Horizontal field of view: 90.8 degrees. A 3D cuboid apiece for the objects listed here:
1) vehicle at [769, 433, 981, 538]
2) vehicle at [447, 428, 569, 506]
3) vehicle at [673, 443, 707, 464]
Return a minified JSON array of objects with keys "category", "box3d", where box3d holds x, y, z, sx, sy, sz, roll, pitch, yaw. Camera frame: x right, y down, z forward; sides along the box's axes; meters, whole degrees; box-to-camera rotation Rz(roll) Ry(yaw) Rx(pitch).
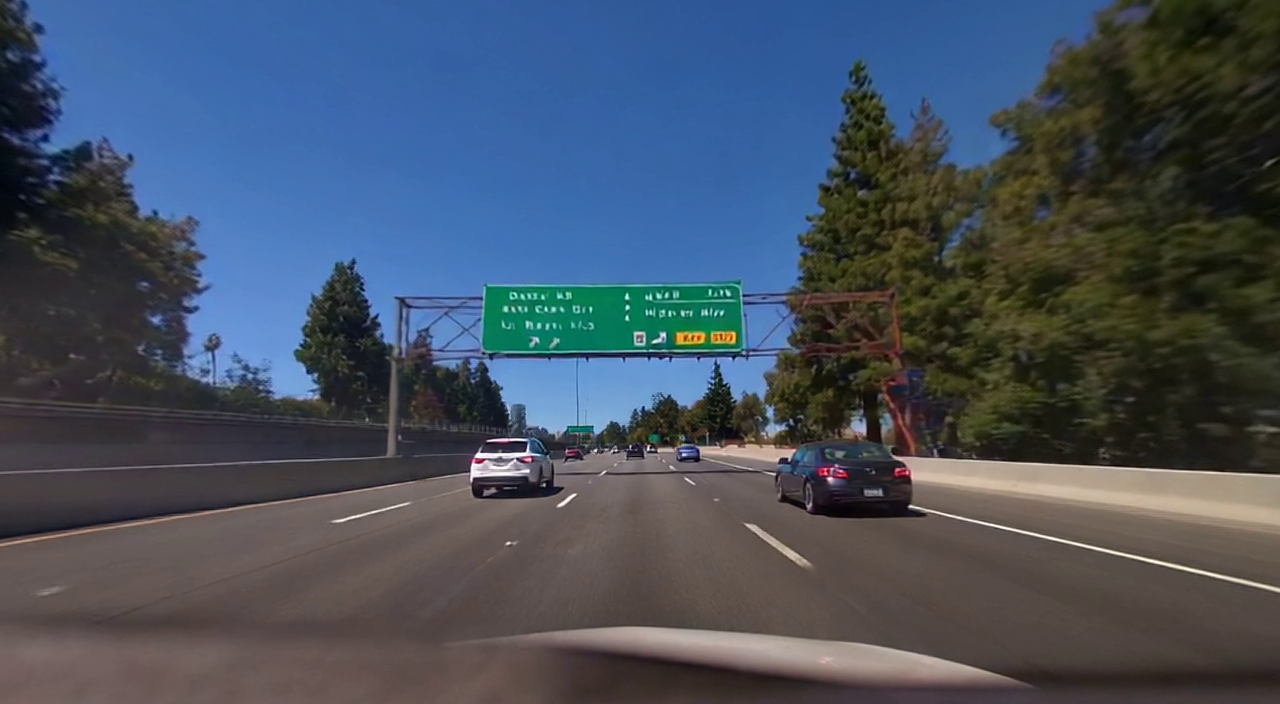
[{"category":"vehicle","box3d":[3.711,2.187,10.989,1.947,1.437,4.345,0,-9,-1]},{"category":"vehicle","box3d":[-3.287,2.981,16.791,2.244,1.755,4.417,0,-9,1]},{"category":"vehicle","box3d":[3.512,7.200,44.961,2.021,1.447,3.985,0,-9,-1]}]
